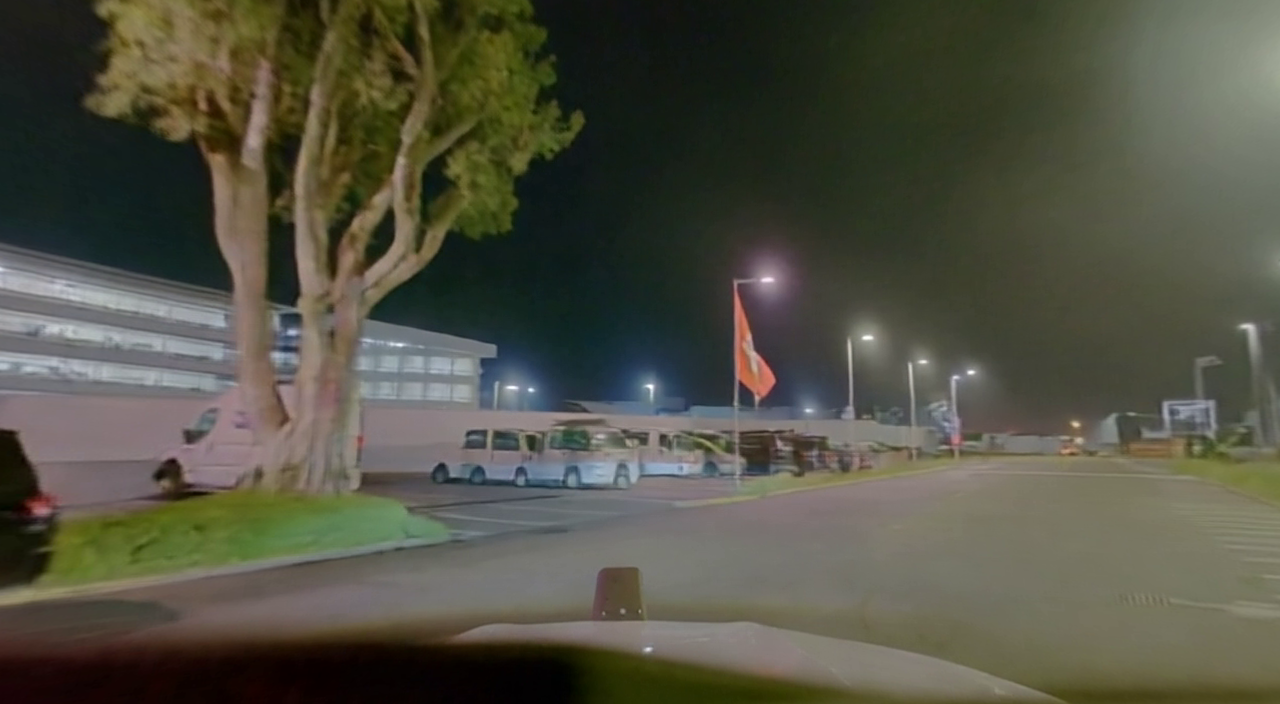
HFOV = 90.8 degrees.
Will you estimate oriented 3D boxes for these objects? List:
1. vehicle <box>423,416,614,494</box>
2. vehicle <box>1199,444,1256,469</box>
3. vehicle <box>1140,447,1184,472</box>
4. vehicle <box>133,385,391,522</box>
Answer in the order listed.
[{"bbox_3d":[-4.074,3.222,20.286,6.632,2.126,2.228,-6,-9,38],"label":"vehicle"},{"bbox_3d":[44.156,7.839,47.439,4.342,1.753,2.021,5,-10,-34],"label":"vehicle"},{"bbox_3d":[36.126,7.413,43.809,2.026,1.659,4.314,-7,-10,37],"label":"vehicle"},{"bbox_3d":[-8.259,2.145,13.592,5.986,2.324,2.491,-7,-11,36],"label":"vehicle"}]
